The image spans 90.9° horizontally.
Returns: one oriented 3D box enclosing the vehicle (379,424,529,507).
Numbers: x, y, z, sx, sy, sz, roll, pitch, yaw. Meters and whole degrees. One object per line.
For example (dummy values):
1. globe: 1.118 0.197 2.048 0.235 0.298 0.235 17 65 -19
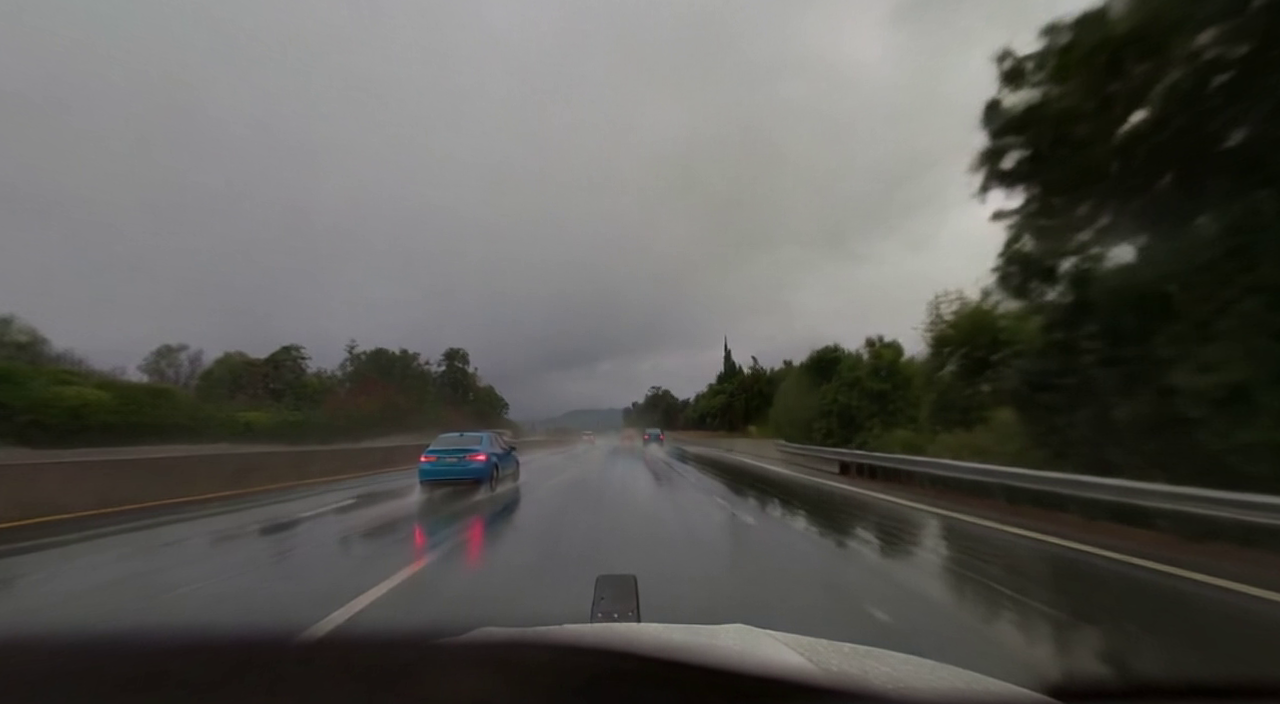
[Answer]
1. vehicle: -3.817 2.390 13.844 2.026 1.517 4.325 0 -8 -1
